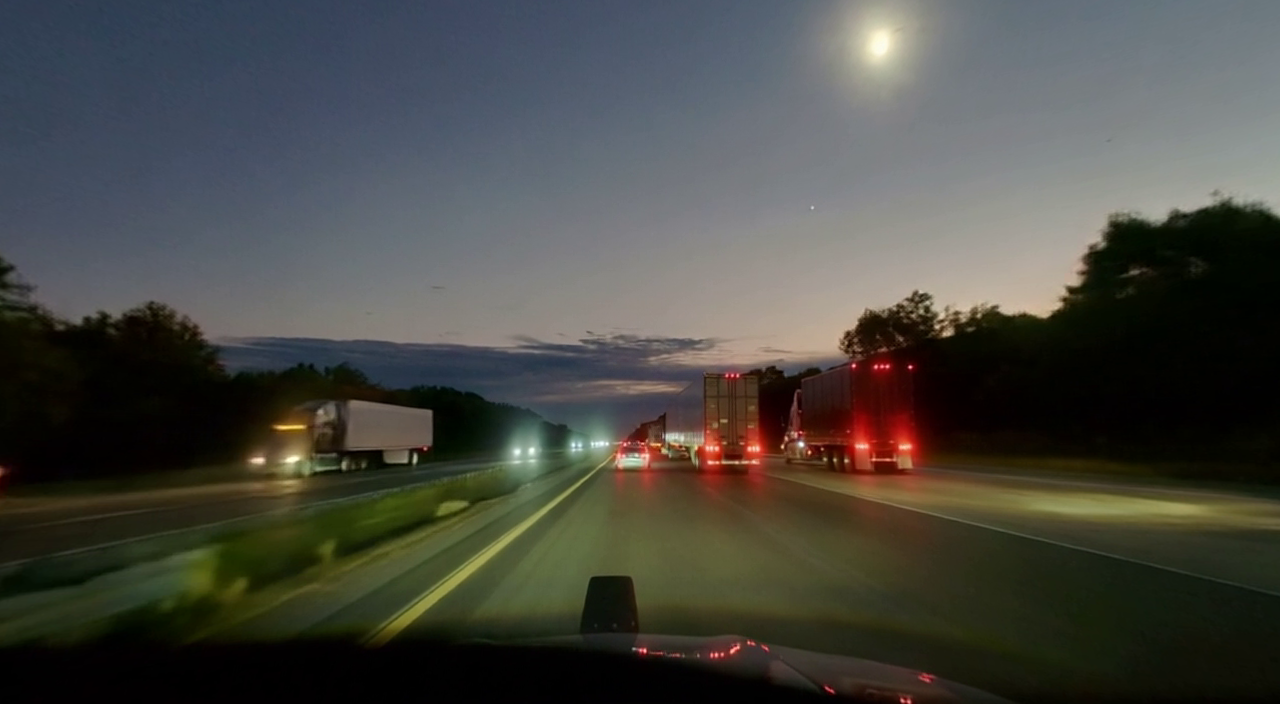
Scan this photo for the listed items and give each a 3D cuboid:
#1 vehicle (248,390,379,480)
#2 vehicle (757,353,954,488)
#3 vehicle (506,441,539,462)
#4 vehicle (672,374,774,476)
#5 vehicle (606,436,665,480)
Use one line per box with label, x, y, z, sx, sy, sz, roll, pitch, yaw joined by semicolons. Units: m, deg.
vehicle;-16.917;4.439;33.387;3.135;4.207;7.042;0;-8;-1
vehicle;7.869;2.987;26.285;2.876;4.111;14.145;0;-8;-1
vehicle;-8.985;7.559;48.257;1.841;1.488;3.664;0;-8;-1
vehicle;3.712;3.872;32.530;2.888;4.099;14.183;0;-8;-2
vehicle;-0.201;3.894;23.544;2.038;1.477;3.773;0;-8;-1
